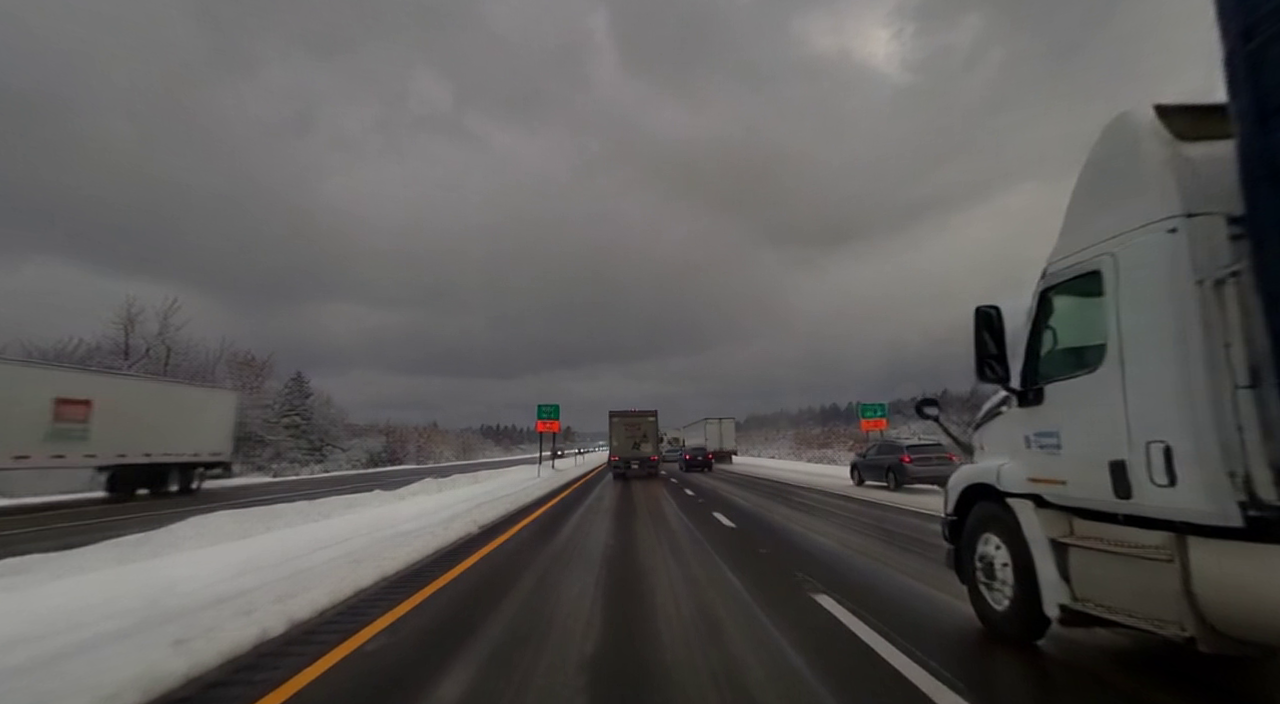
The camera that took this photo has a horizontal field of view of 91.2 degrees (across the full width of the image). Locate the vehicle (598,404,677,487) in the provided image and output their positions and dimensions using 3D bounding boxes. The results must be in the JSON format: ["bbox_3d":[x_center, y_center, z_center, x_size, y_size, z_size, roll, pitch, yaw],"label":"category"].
[{"bbox_3d":[0.076,3.583,24.053,2.506,2.743,6.093,-1,-9,5],"label":"vehicle"}]

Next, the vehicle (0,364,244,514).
[{"bbox_3d":[-17.859,3.007,21.460,2.923,4.093,8.576,0,-9,-1],"label":"vehicle"}]

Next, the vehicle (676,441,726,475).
[{"bbox_3d":[3.122,5.541,32.997,2.127,1.642,3.899,0,-9,-1],"label":"vehicle"}]

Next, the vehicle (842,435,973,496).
[{"bbox_3d":[7.475,3.210,17.987,1.988,1.534,3.763,0,-9,-1],"label":"vehicle"}]
